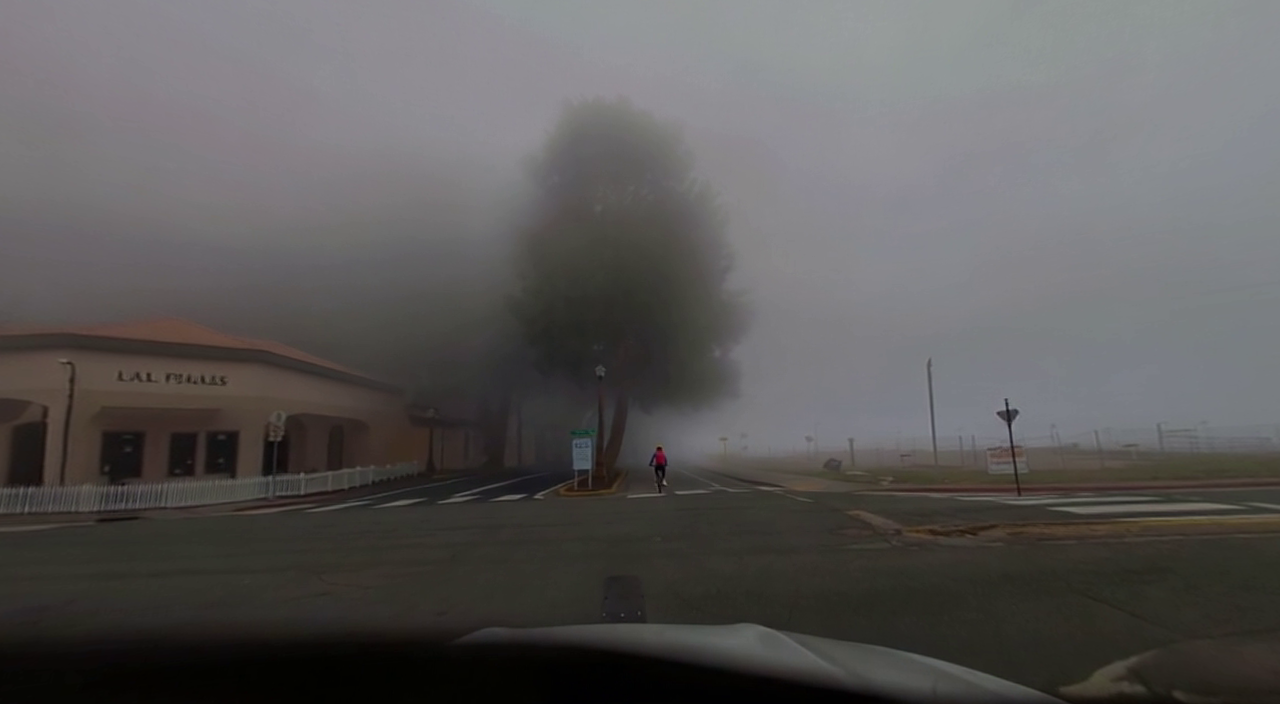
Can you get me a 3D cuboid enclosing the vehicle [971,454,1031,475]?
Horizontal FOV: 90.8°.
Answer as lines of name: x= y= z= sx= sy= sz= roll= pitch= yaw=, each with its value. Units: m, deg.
vehicle: x=27.719 y=8.616 z=48.544 sx=3.794 sy=1.403 sz=1.636 roll=0 pitch=-9 yaw=-15
